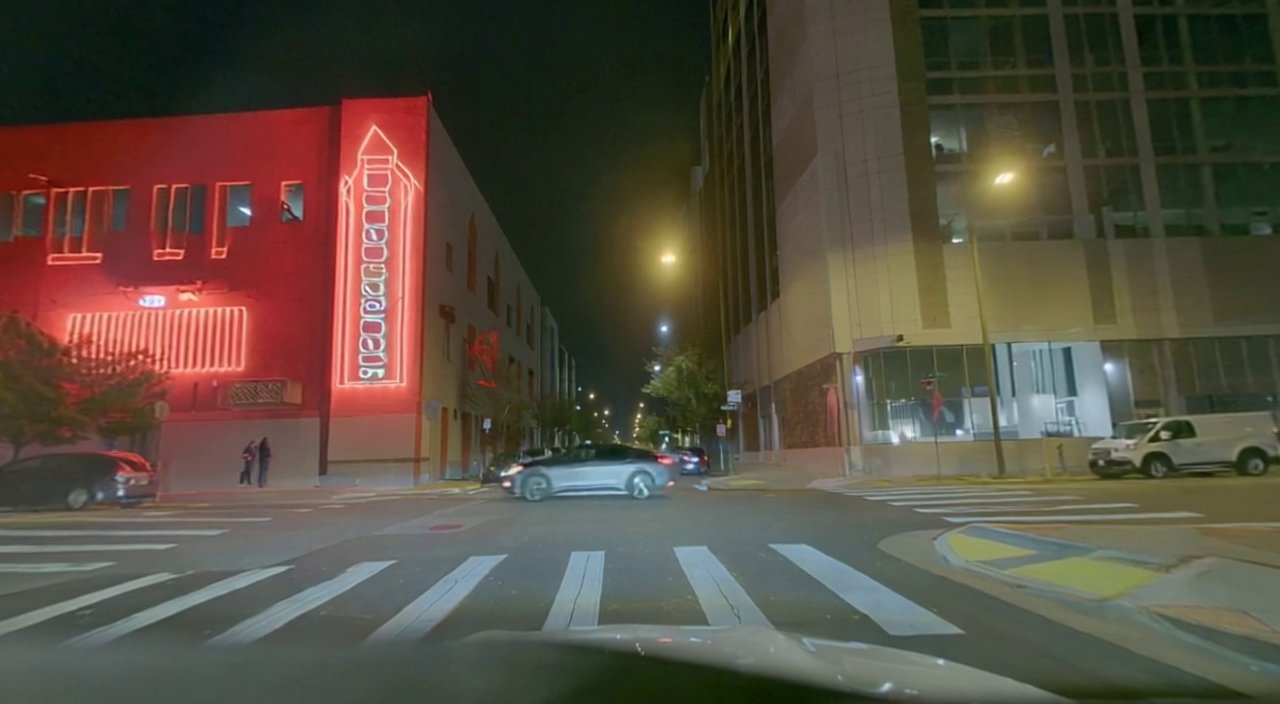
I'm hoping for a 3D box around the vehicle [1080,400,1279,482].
[{"bbox_3d":[18.541,3.009,21.401,5.384,2.586,2.358,0,-9,-1],"label":"vehicle"}]

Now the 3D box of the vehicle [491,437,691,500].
[{"bbox_3d":[-1.280,2.997,16.519,4.877,1.482,2.041,1,-9,-7],"label":"vehicle"}]

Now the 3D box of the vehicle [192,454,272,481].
[{"bbox_3d":[-24.269,6.900,37.685,3.618,1.412,1.587,-1,-9,-7],"label":"vehicle"}]

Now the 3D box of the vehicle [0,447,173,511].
[{"bbox_3d":[-16.149,3.485,17.588,4.558,1.635,2.008,1,-9,-6],"label":"vehicle"}]
